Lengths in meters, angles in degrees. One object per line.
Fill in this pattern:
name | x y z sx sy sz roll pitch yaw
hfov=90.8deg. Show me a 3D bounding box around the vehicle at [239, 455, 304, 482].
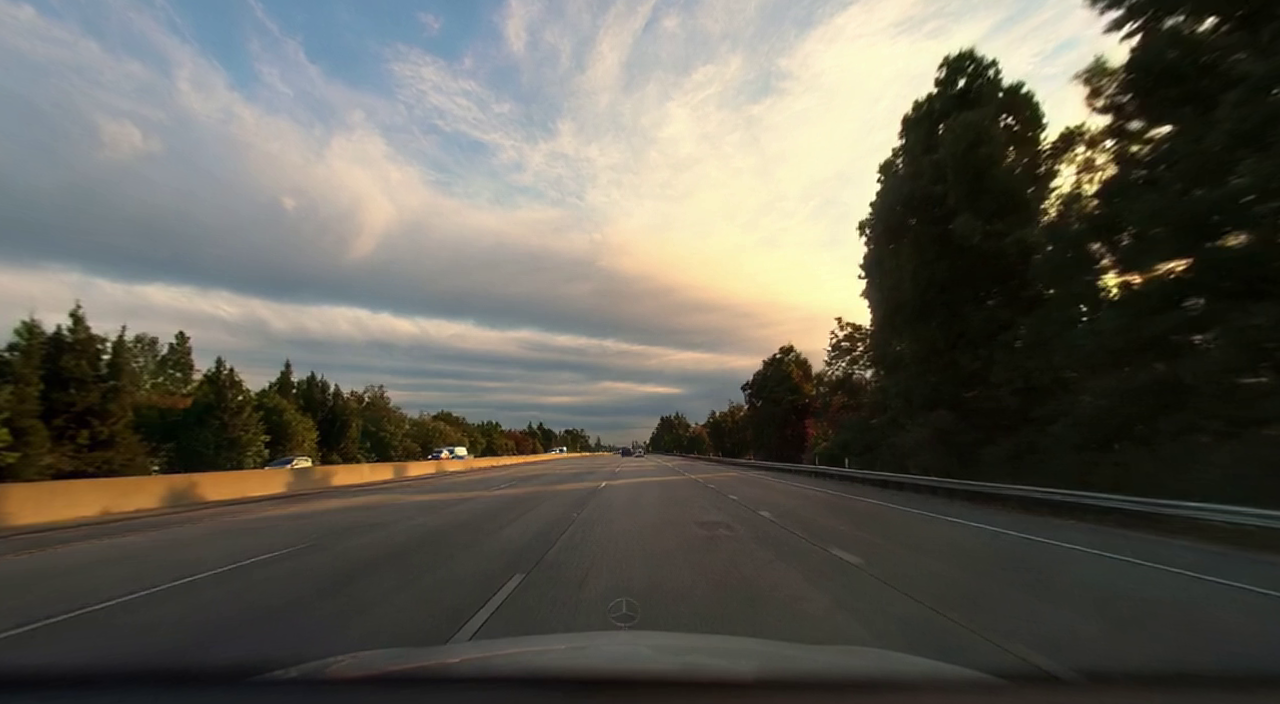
vehicle | -24.061 7.590 41.368 1.819 1.583 4.052 0 -9 0
